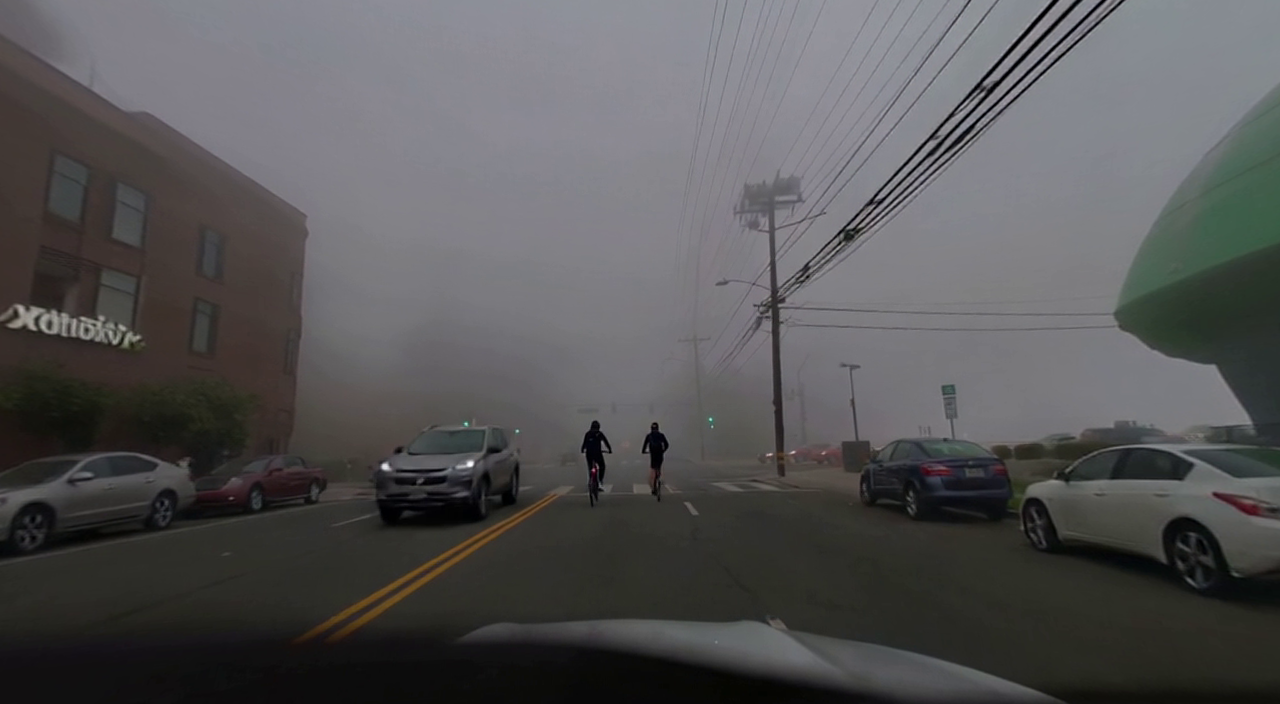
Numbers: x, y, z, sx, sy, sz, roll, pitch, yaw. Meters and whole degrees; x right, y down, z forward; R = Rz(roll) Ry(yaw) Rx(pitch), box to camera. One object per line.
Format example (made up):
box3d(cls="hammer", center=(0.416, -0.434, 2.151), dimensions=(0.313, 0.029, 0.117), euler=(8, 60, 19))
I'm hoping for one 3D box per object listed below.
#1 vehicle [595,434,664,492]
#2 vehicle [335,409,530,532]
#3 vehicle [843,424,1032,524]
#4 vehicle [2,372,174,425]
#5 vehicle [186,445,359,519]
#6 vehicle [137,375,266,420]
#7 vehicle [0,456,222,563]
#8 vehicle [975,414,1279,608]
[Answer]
box3d(cls="vehicle", center=(-0.353, 3.809, 21.987), dimensions=(2.190, 1.783, 4.048), euler=(0, -8, -1))
box3d(cls="vehicle", center=(-3.761, 2.260, 12.646), dimensions=(2.184, 1.954, 4.898), euler=(0, -8, 0))
box3d(cls="vehicle", center=(5.801, 2.411, 12.990), dimensions=(1.873, 1.714, 3.979), euler=(0, -8, -1))
box3d(cls="vehicle", center=(-17.277, 1.499, 19.925), dimensions=(3.750, 1.495, 1.727), euler=(-1, -8, -2))
box3d(cls="vehicle", center=(-10.265, 3.605, 18.243), dimensions=(2.075, 1.816, 4.900), euler=(0, -8, -1))
box3d(cls="vehicle", center=(-17.124, 1.824, 24.799), dimensions=(3.685, 1.584, 1.708), euler=(1, -9, -3))
box3d(cls="vehicle", center=(-10.237, 2.713, 11.680), dimensions=(1.904, 1.495, 4.585), euler=(0, -8, 0))
box3d(cls="vehicle", center=(5.869, 1.587, 7.191), dimensions=(1.900, 1.566, 3.995), euler=(0, -8, 0))
